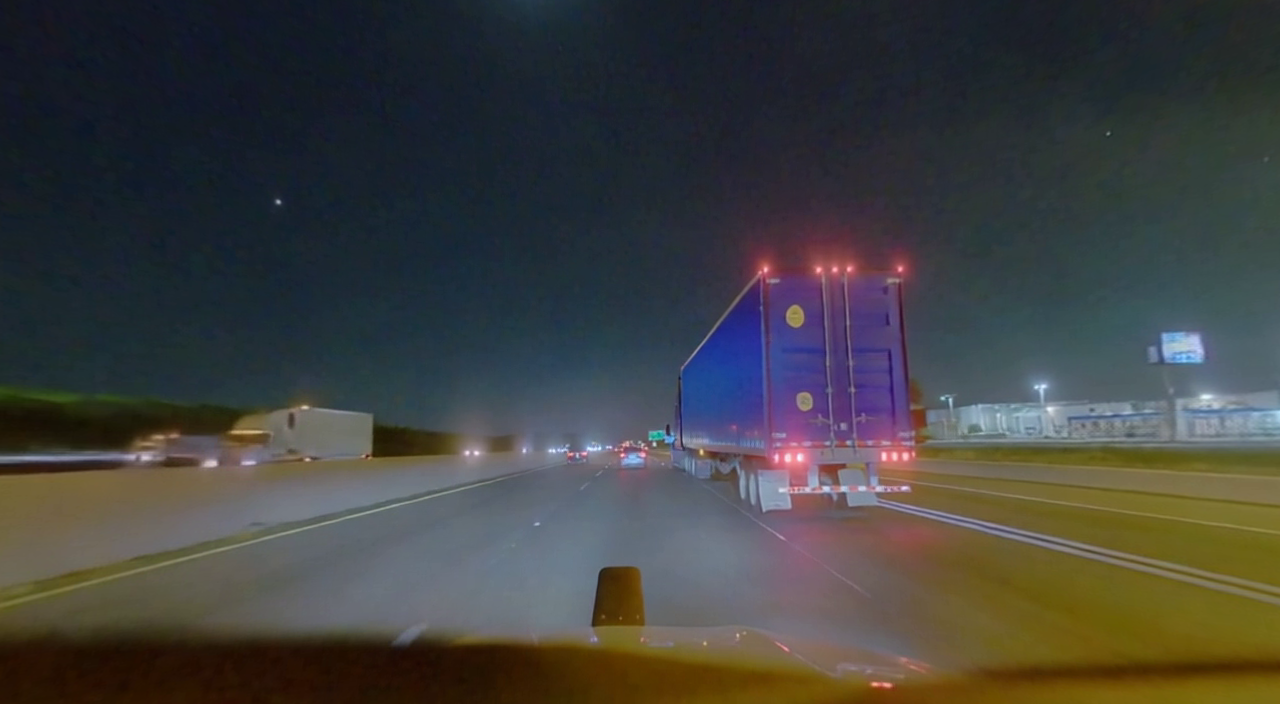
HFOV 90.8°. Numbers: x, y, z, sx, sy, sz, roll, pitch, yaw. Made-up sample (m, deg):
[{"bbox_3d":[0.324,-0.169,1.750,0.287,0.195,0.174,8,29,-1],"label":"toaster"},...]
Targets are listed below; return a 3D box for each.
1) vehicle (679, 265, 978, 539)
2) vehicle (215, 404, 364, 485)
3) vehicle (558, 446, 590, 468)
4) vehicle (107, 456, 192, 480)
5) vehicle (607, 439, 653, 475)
[{"bbox_3d":[3.266,1.902,17.444,2.996,4.123,15.965,0,-9,-1],"label":"vehicle"},{"bbox_3d":[-16.905,4.605,31.318,2.825,3.463,7.924,0,-9,-1],"label":"vehicle"},{"bbox_3d":[-4.783,7.688,46.394,1.995,1.491,4.317,0,-9,-1],"label":"vehicle"},{"bbox_3d":[-32.606,7.682,42.140,2.095,1.431,3.882,-2,-9,14],"label":"vehicle"},{"bbox_3d":[-0.501,5.351,32.302,2.191,1.685,4.015,0,-9,-1],"label":"vehicle"}]
